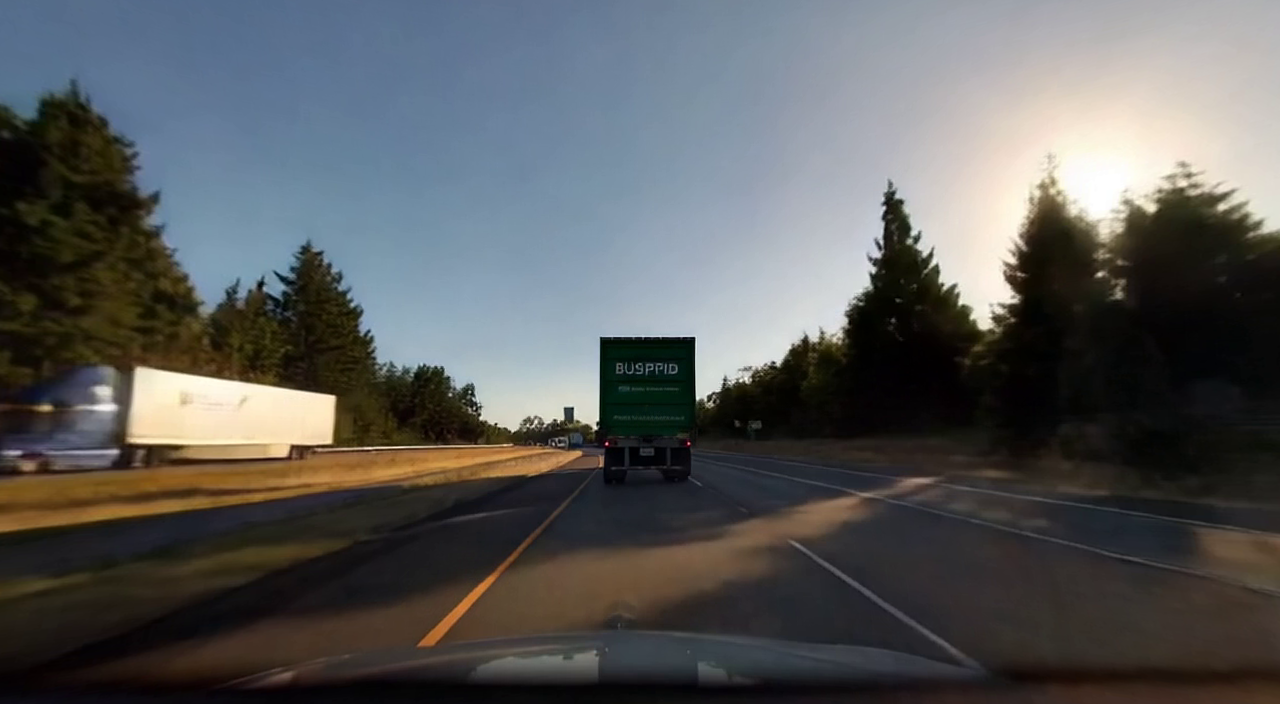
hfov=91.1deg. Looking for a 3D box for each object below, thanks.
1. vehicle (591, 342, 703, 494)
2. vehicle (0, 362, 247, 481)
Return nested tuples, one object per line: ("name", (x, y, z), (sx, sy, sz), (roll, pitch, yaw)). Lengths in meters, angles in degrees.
("vehicle", (0.086, 2.260, 20.578), (2.870, 3.911, 8.697), (0, -8, -1))
("vehicle", (-15.078, 2.109, 18.443), (2.644, 2.823, 6.810), (0, -8, 0))
